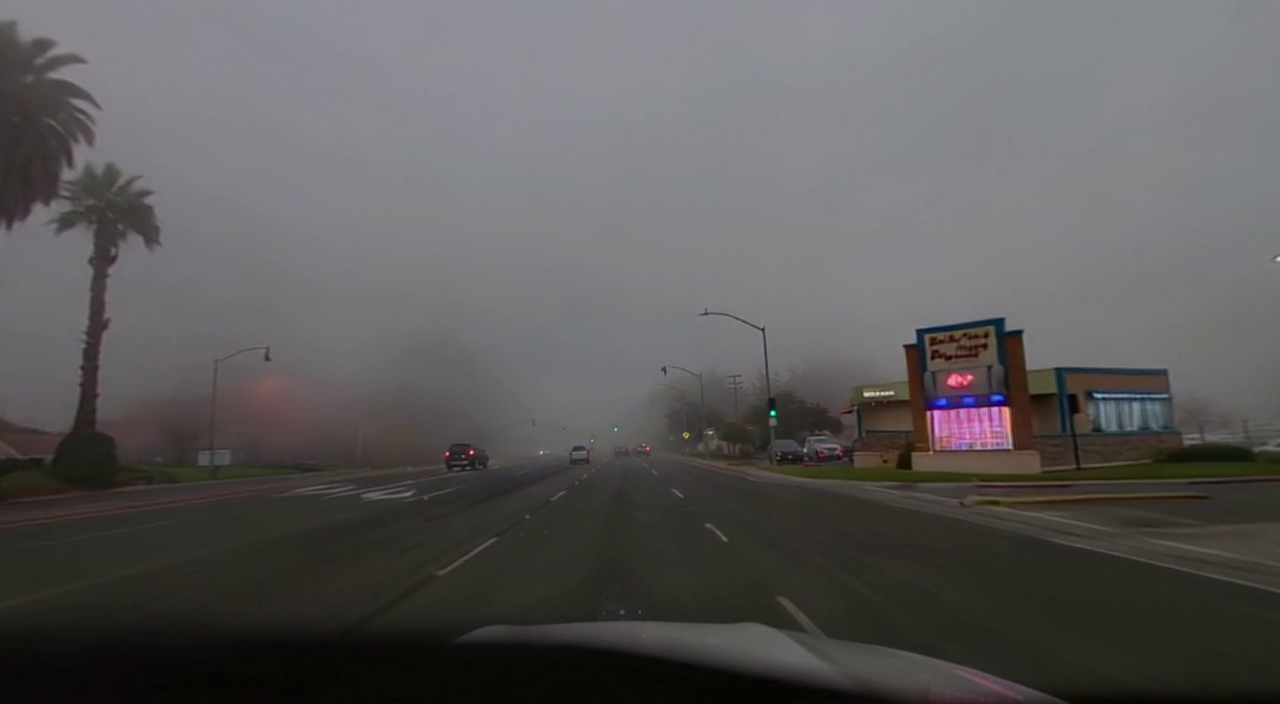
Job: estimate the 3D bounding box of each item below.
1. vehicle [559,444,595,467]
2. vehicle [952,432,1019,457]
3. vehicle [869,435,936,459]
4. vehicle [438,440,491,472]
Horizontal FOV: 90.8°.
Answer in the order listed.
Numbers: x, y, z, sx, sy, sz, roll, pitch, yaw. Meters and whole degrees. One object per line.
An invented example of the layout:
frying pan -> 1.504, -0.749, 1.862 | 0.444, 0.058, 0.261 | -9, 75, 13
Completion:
vehicle -> -4.285, 7.113, 43.375 | 2.181, 1.483, 4.123 | 0, -9, -2
vehicle -> 26.409, 7.086, 48.476 | 4.294, 1.705, 2.233 | -6, -10, 25
vehicle -> 20.039, 7.245, 48.249 | 4.548, 1.741, 1.971 | -5, -10, 25
vehicle -> -10.391, 6.206, 37.765 | 2.022, 1.746, 4.406 | 0, -9, -1
